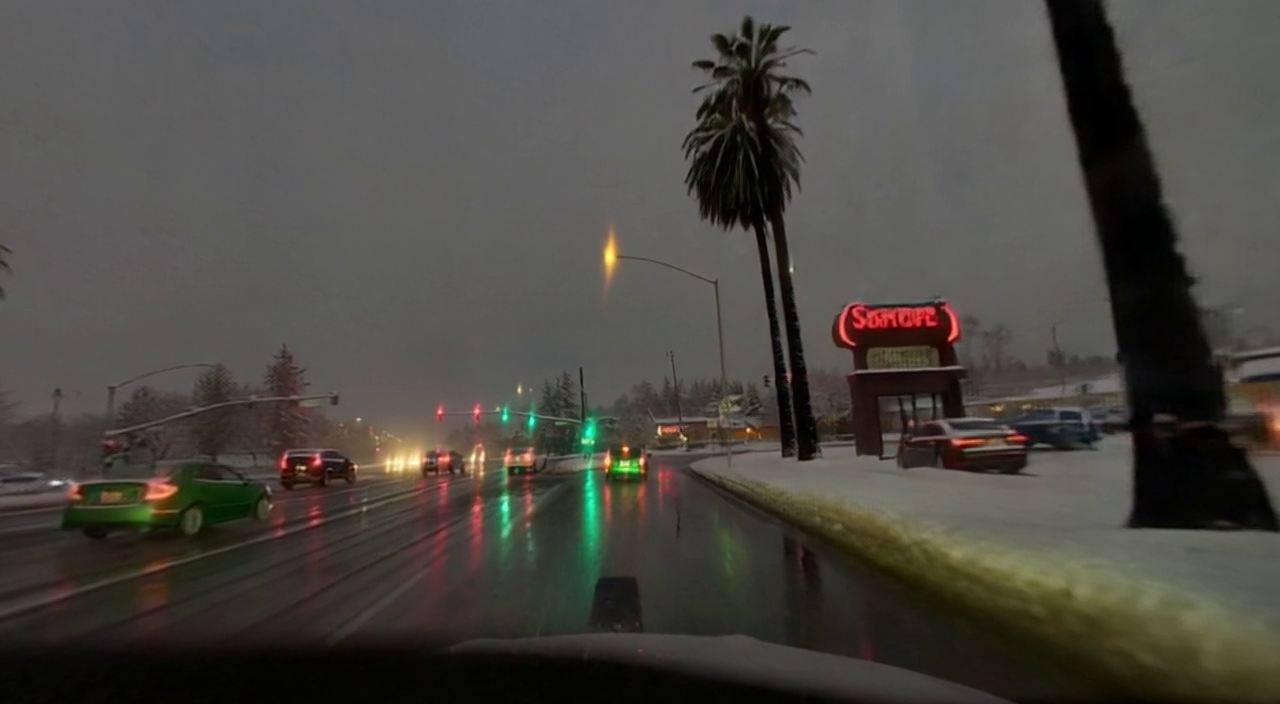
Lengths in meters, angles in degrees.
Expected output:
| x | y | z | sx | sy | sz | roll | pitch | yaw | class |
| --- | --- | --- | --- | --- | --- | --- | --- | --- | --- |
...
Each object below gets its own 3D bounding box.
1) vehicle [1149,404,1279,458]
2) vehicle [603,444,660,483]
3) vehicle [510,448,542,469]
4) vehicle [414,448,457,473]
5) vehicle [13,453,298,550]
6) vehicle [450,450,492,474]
| x | y | z | sx | sy | sz | roll | pitch | yaw | class |
| --- | --- | --- | --- | --- | --- | --- | --- | --- | --- |
| 18.177 | 2.396 | 18.736 | 1.882 | 1.463 | 4.550 | 1 | -9 | -10 | vehicle |
| -0.262 | 4.663 | 26.719 | 2.070 | 1.493 | 4.570 | -1 | -9 | 3 | vehicle |
| -8.755 | 8.188 | 48.861 | 1.912 | 1.487 | 4.471 | 0 | -9 | -4 | vehicle |
| -15.034 | 7.991 | 46.722 | 2.020 | 1.709 | 4.343 | 1 | -9 | -5 | vehicle |
| -8.763 | 2.686 | 12.110 | 1.958 | 1.455 | 4.504 | 0 | -9 | -2 | vehicle |
| -11.301 | 7.354 | 42.493 | 1.905 | 1.482 | 4.463 | 1 | -9 | -5 | vehicle |
